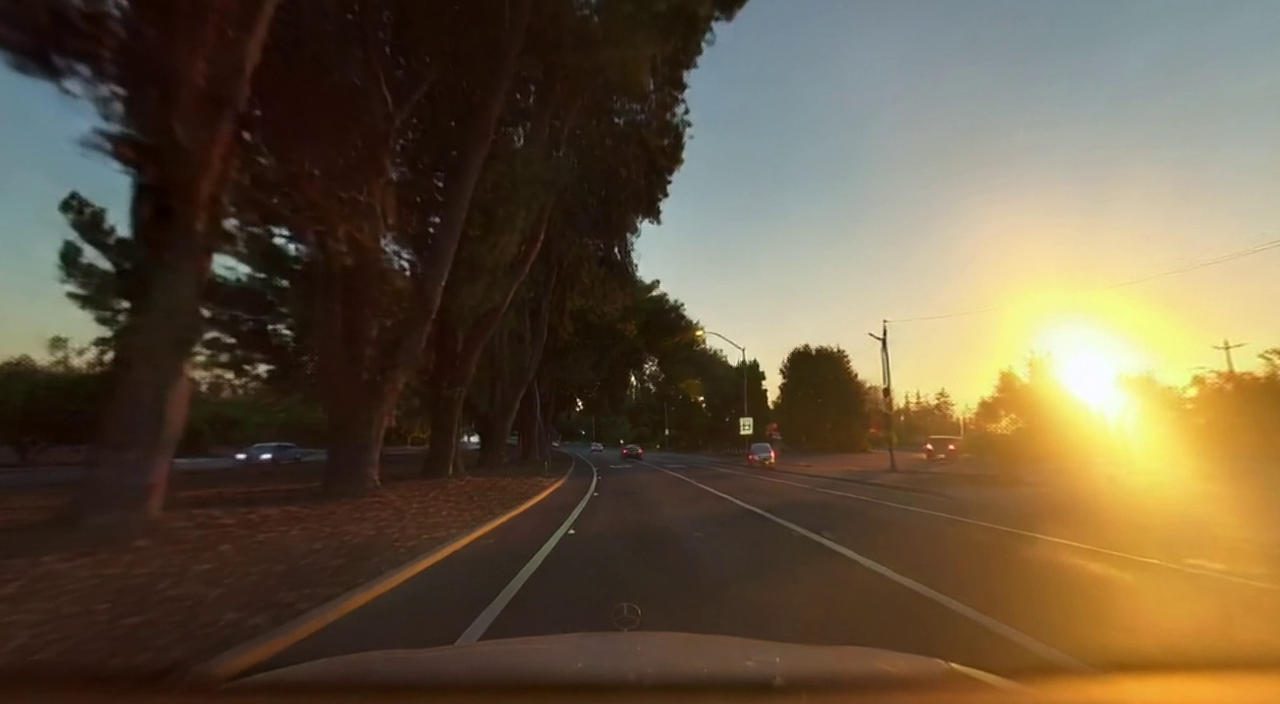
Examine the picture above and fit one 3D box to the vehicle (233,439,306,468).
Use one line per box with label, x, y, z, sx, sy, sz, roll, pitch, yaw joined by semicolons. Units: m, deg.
vehicle;-22.229;6.077;38.104;1.905;1.624;4.549;0;-9;-4
